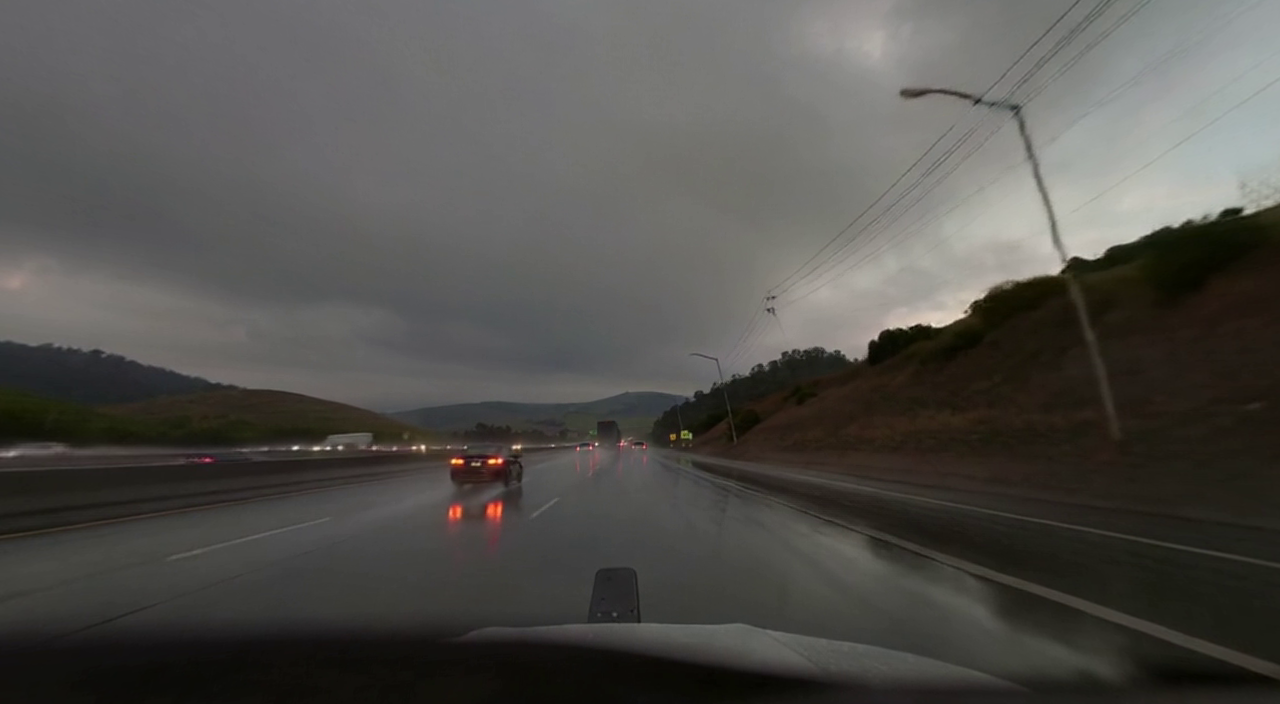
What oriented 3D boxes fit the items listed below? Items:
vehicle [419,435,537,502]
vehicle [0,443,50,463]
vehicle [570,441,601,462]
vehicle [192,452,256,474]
[{"bbox_3d":[-4.122,3.047,16.928,1.963,1.533,4.477,0,-9,0],"label":"vehicle"},{"bbox_3d":[-48.473,7.823,48.854,1.772,1.478,3.972,0,-9,-1],"label":"vehicle"},{"bbox_3d":[-4.173,7.712,48.890,2.038,1.533,4.103,0,-9,-1],"label":"vehicle"},{"bbox_3d":[-30.026,7.981,45.773,1.916,1.471,3.905,0,-9,1],"label":"vehicle"}]
